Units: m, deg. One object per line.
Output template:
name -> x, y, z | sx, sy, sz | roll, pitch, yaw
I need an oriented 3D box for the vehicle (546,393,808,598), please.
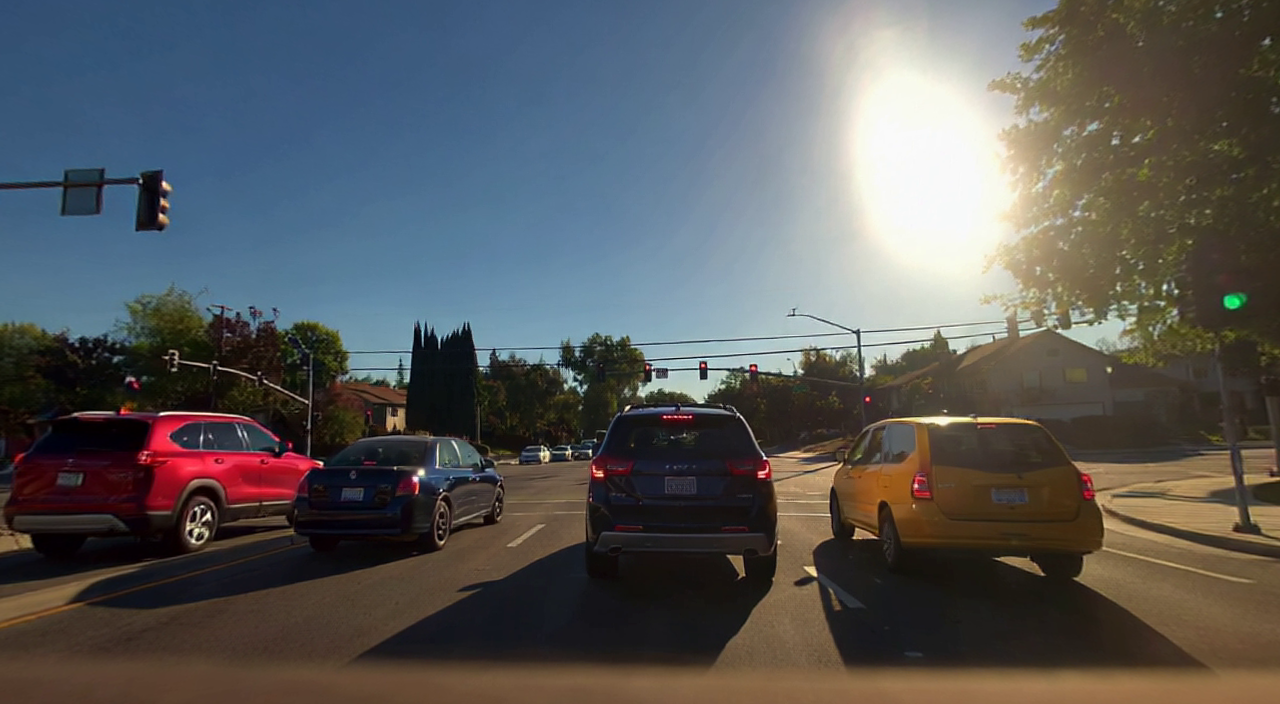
vehicle -> 0.387, 1.518, 7.490 | 2.198, 1.708, 4.170 | 0, -8, 2

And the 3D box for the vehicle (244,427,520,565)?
vehicle -> -3.244, 1.884, 9.096 | 1.885, 1.475, 4.359 | -1, -8, 4

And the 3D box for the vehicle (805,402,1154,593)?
vehicle -> 3.519, 1.588, 7.749 | 2.047, 1.638, 4.395 | -1, -8, 4

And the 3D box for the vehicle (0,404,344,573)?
vehicle -> -6.633, 1.826, 9.244 | 2.075, 1.796, 4.785 | 0, -8, 2
